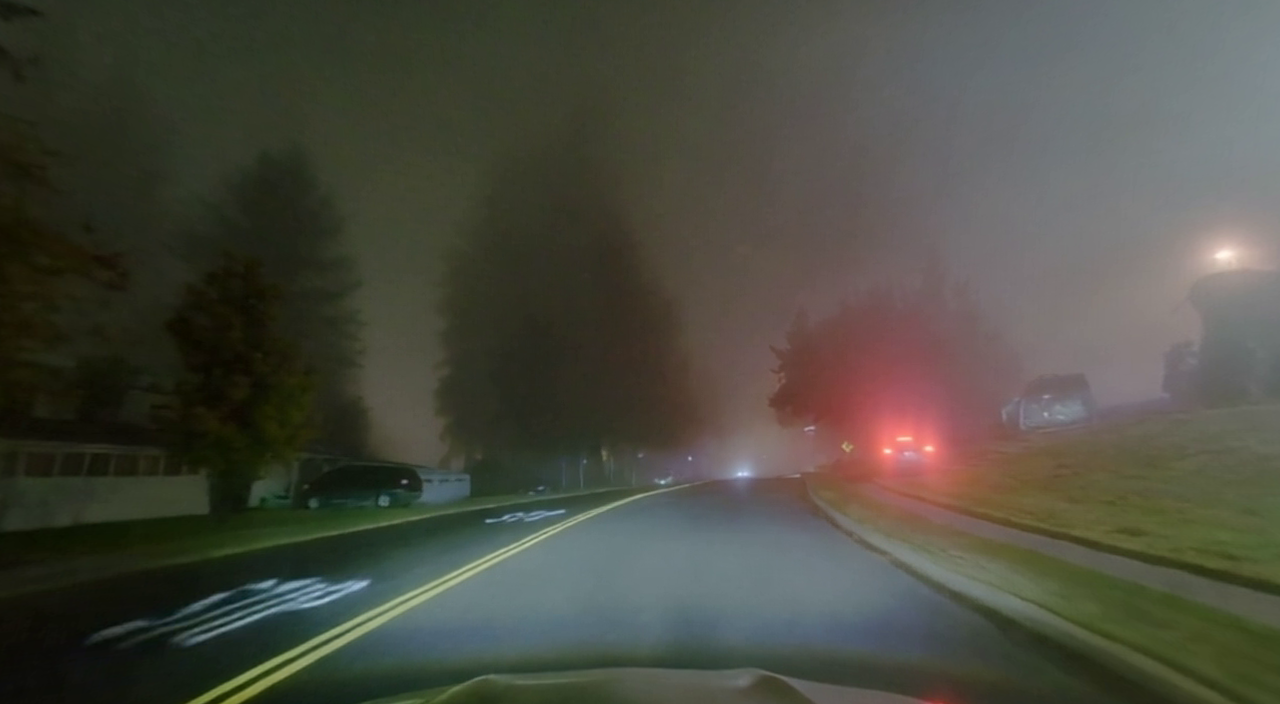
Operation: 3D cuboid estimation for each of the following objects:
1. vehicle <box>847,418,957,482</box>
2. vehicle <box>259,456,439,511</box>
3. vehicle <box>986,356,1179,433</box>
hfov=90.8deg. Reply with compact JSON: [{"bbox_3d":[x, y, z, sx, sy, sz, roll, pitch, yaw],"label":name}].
[{"bbox_3d":[8.686,3.310,21.433,2.163,1.885,4.804,-2,-8,7],"label":"vehicle"},{"bbox_3d":[-10.820,4.997,23.851,5.643,1.759,2.110,0,-19,1],"label":"vehicle"},{"bbox_3d":[14.120,1.312,20.384,4.539,2.010,2.163,-4,-1,1],"label":"vehicle"}]
